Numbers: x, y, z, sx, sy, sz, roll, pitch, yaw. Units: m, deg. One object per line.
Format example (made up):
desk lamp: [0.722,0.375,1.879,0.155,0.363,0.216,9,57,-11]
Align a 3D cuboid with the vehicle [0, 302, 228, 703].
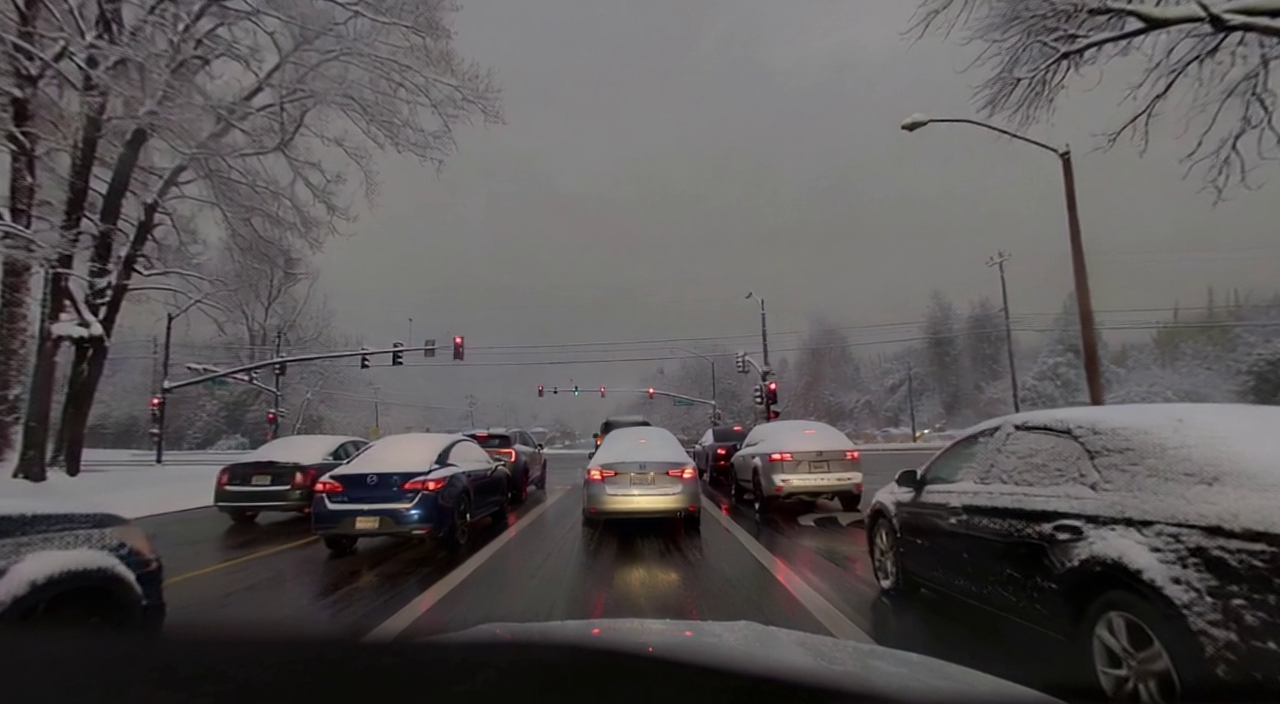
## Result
vehicle: [-3.194,0.542,0.979,2.079,1.756,4.676,0,-8,-3]

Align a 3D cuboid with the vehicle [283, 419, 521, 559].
vehicle: [-3.070,1.848,9.275,1.896,1.546,4.378,0,-8,-1]

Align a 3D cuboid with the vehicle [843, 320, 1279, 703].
vehicle: [3.150,1.040,4.144,2.074,1.685,4.387,0,-8,-1]

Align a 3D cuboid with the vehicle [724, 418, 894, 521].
vehicle: [3.061,2.232,12.445,2.106,1.667,4.101,0,-8,-2]

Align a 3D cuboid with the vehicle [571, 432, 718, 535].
vehicle: [-0.009,2.135,10.832,2.076,1.438,3.770,0,-8,-2]
